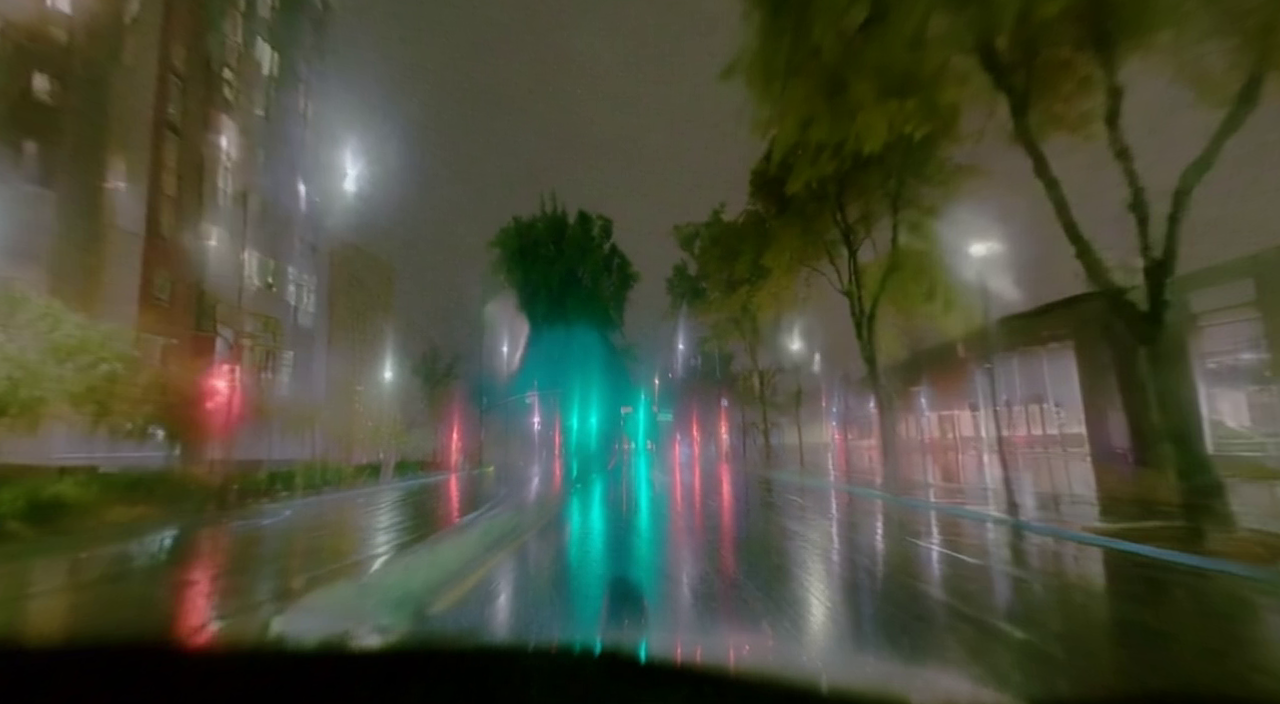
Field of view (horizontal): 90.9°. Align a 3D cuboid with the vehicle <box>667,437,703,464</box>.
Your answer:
[{"bbox_3d":[3.055,6.832,43.721,2.129,1.719,4.205,0,-9,0],"label":"vehicle"}]
